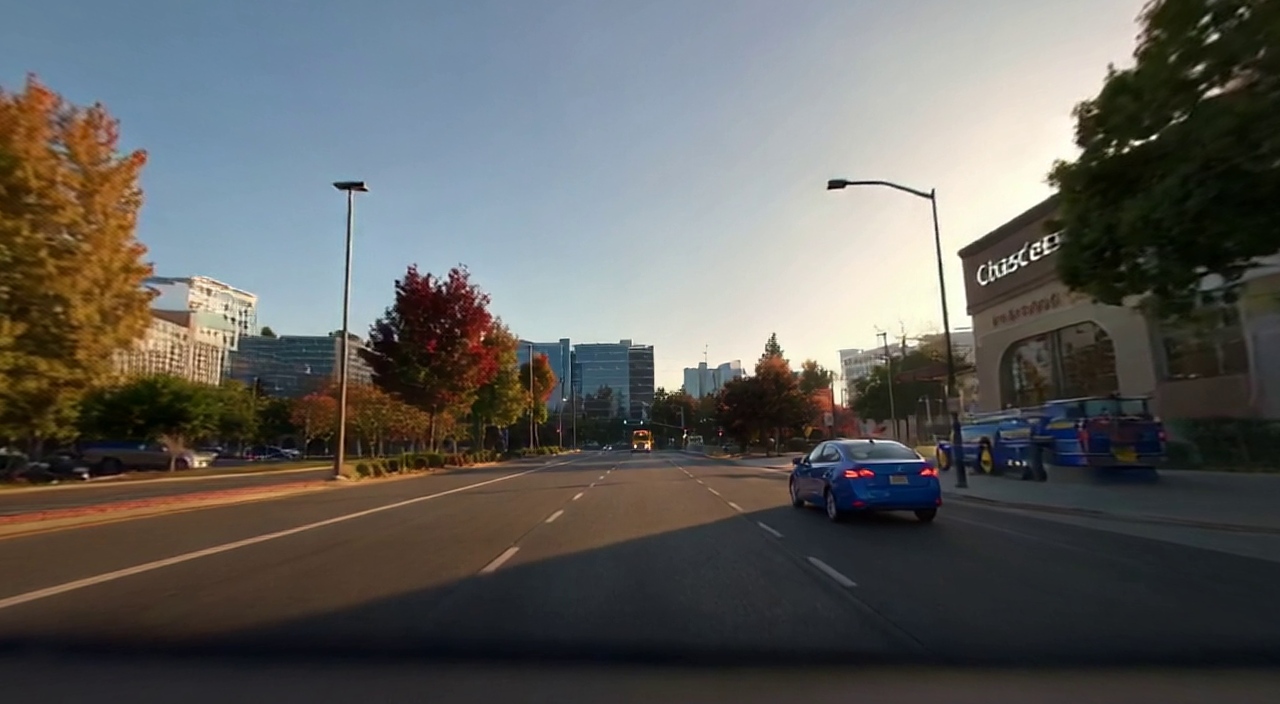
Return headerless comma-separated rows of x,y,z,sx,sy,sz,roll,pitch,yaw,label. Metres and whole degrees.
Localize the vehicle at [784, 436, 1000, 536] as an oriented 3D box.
4.227,2.302,11.585,2.005,1.442,4.675,0,-8,0,vehicle
